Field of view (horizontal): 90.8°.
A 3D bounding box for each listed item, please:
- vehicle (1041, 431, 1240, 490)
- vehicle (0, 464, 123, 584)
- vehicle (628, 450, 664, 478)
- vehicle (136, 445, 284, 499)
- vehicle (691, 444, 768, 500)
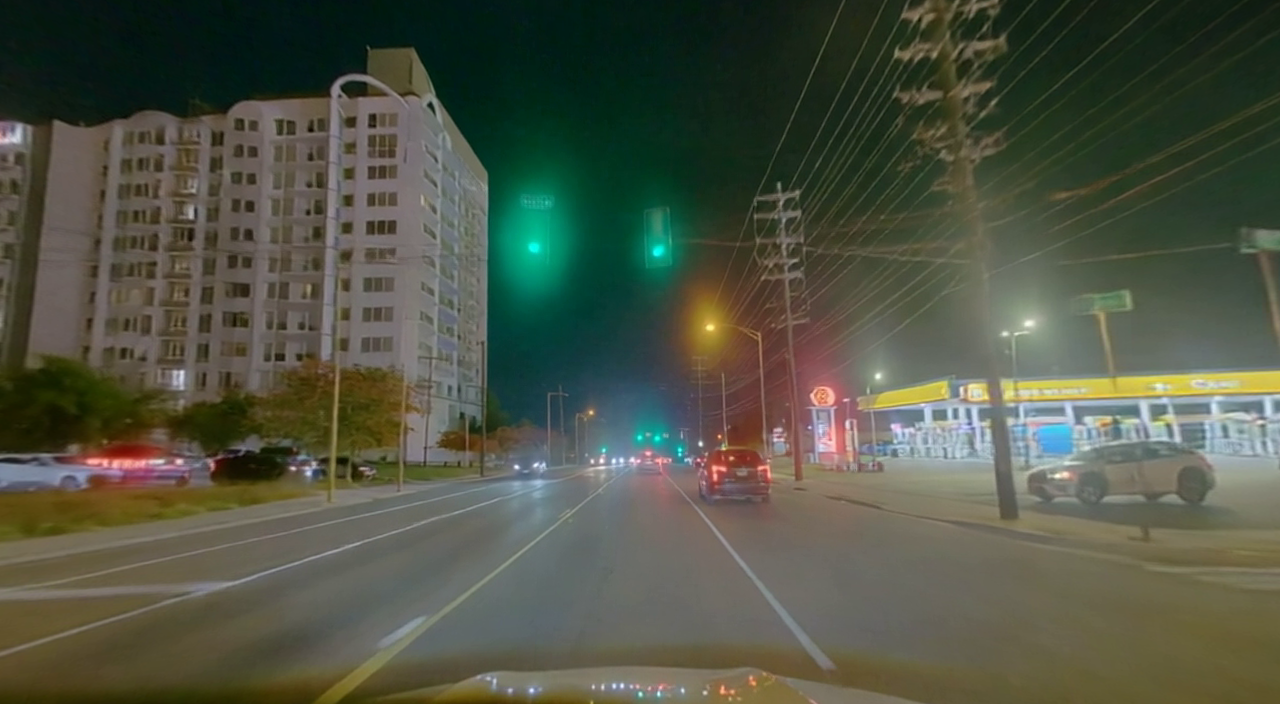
[{"bbox_3d":[14.174,3.103,18.364,1.846,1.480,4.649,0,-8,-2],"label":"vehicle"},{"bbox_3d":[-9.086,2.162,7.618,1.859,1.451,4.447,0,-8,1],"label":"vehicle"},{"bbox_3d":[0.377,6.622,37.576,1.999,1.487,3.939,0,-8,1],"label":"vehicle"},{"bbox_3d":[-17.516,4.880,25.922,4.591,1.852,2.241,-3,-7,5],"label":"vehicle"},{"bbox_3d":[2.876,3.961,21.322,1.945,1.647,4.160,0,-8,-1],"label":"vehicle"}]
